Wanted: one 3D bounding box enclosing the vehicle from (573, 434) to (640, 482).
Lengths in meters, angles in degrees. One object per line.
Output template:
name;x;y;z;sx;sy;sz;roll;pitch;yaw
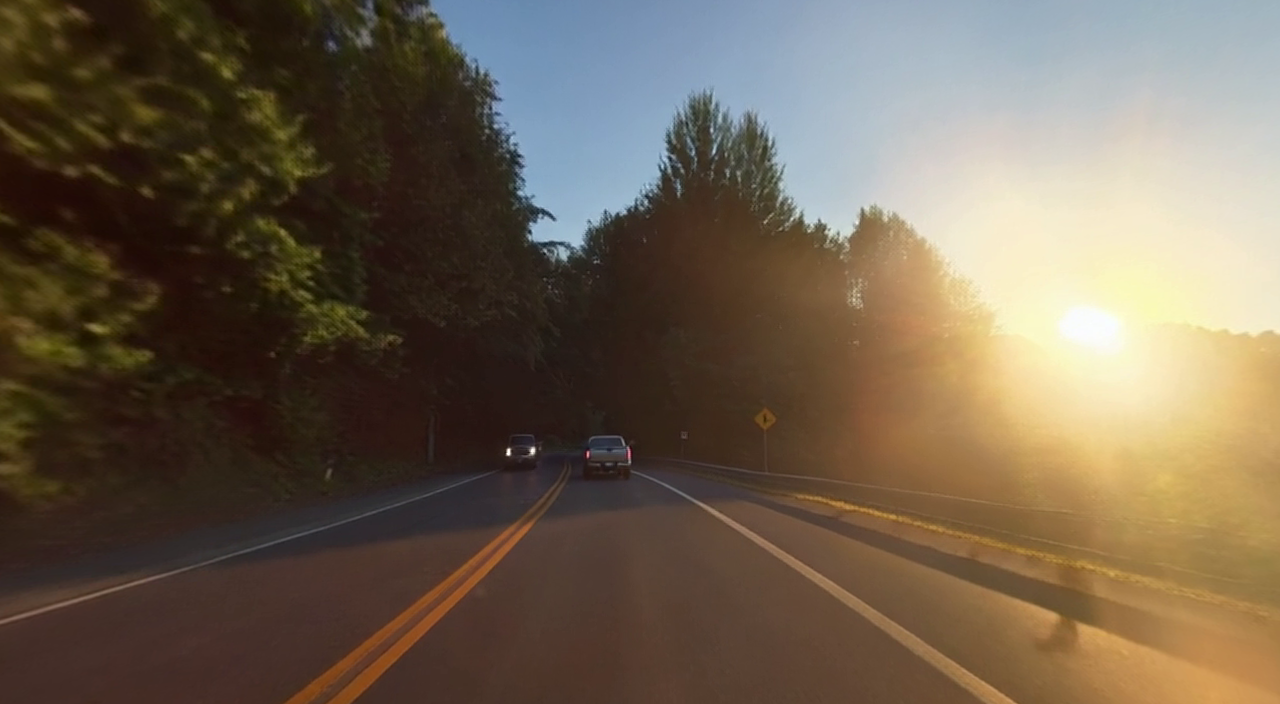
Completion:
vehicle;-1.487;4.539;27.383;2.631;1.798;5.331;0;-8;-4

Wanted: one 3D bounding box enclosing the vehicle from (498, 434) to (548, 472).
vehicle;-6.650;5.794;36.438;2.374;1.989;4.909;0;-8;-5
